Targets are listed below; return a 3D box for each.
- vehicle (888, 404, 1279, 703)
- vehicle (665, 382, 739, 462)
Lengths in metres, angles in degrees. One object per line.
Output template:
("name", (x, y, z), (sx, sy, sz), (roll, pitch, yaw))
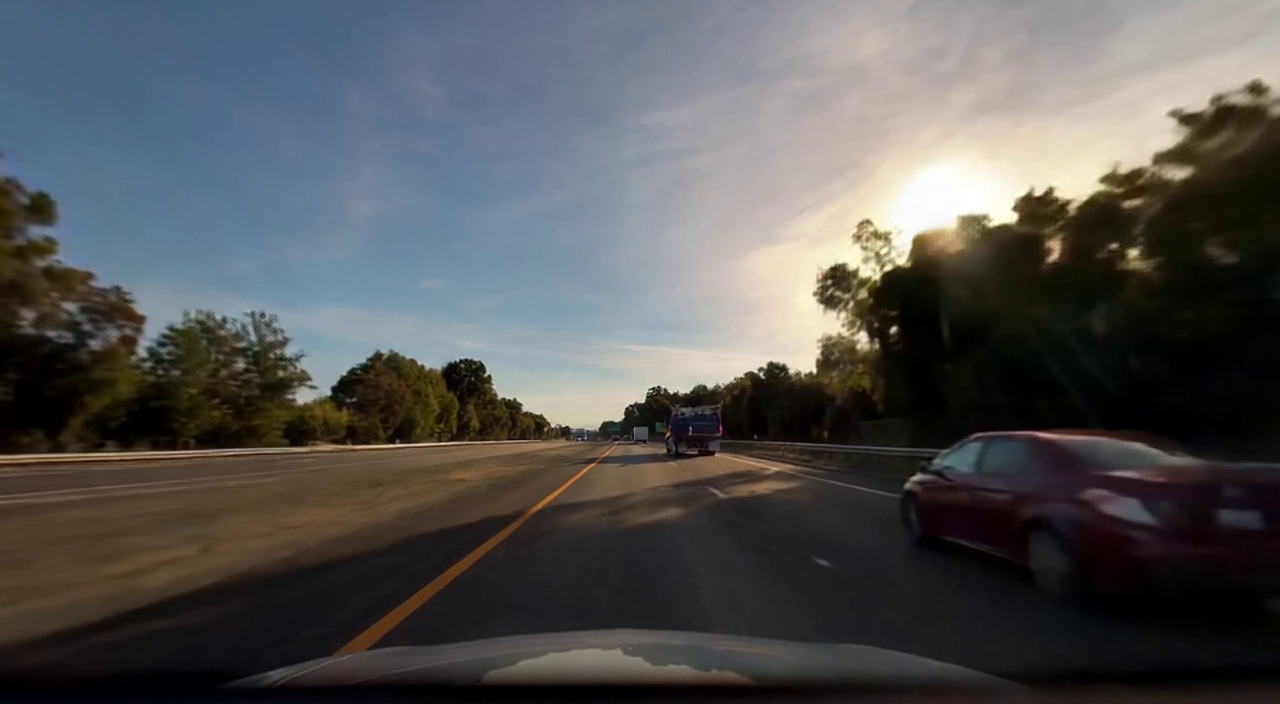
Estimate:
("vehicle", (3.657, 1.223, 4.621), (1.984, 1.482, 3.833), (0, -8, -2))
("vehicle", (3.329, 4.245, 37.213), (2.911, 3.994, 10.840), (0, -8, -2))
